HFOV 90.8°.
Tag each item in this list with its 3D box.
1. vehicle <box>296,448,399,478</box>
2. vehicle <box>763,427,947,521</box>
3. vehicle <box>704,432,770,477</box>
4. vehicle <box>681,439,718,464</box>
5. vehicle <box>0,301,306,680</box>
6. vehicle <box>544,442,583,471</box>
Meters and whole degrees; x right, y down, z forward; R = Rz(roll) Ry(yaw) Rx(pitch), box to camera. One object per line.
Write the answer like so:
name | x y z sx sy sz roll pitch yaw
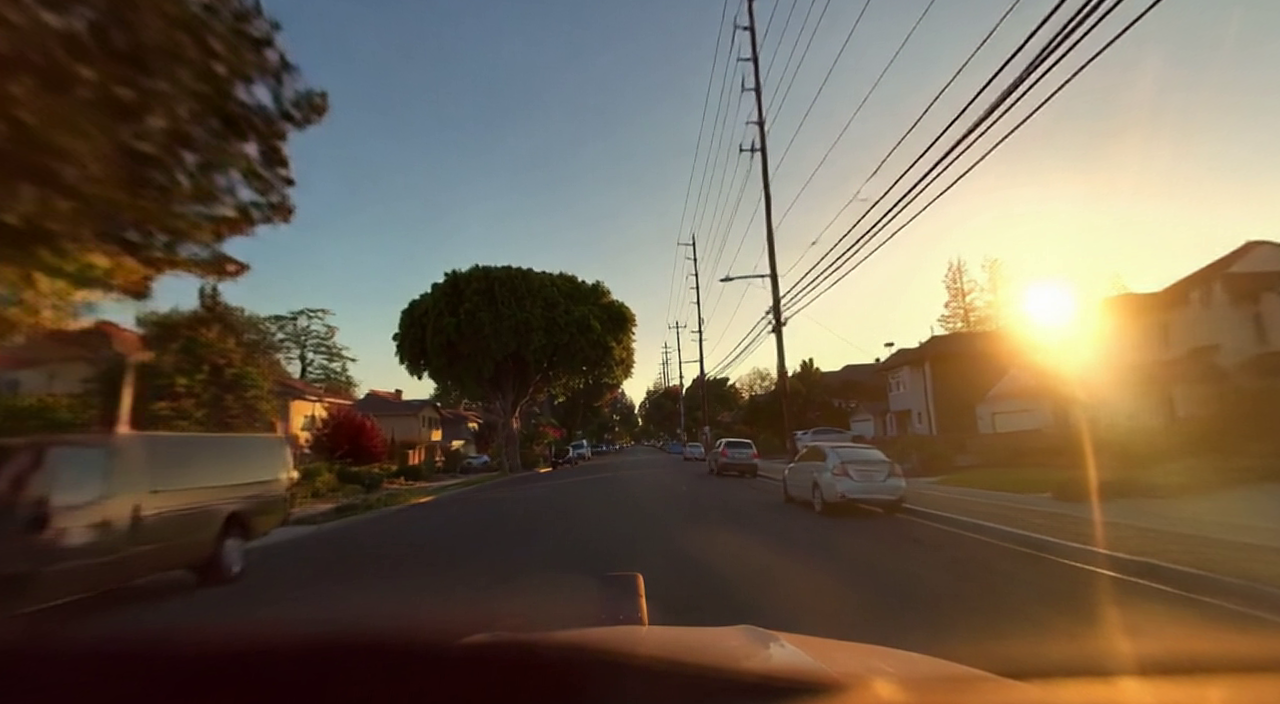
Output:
vehicle | -19.402 7.349 42.065 5.746 1.830 2.162 0 -8 -1
vehicle | 4.023 2.365 12.845 2.016 1.544 4.645 0 -8 -1
vehicle | 4.021 4.350 26.997 2.105 1.755 4.749 0 -8 1
vehicle | 4.103 6.904 44.050 2.040 1.640 4.153 0 -8 -2
vehicle | -6.060 1.300 6.192 2.313 2.875 6.057 -3 -8 0
vehicle | -5.692 7.817 47.631 2.213 1.786 4.674 -6 -8 -1
